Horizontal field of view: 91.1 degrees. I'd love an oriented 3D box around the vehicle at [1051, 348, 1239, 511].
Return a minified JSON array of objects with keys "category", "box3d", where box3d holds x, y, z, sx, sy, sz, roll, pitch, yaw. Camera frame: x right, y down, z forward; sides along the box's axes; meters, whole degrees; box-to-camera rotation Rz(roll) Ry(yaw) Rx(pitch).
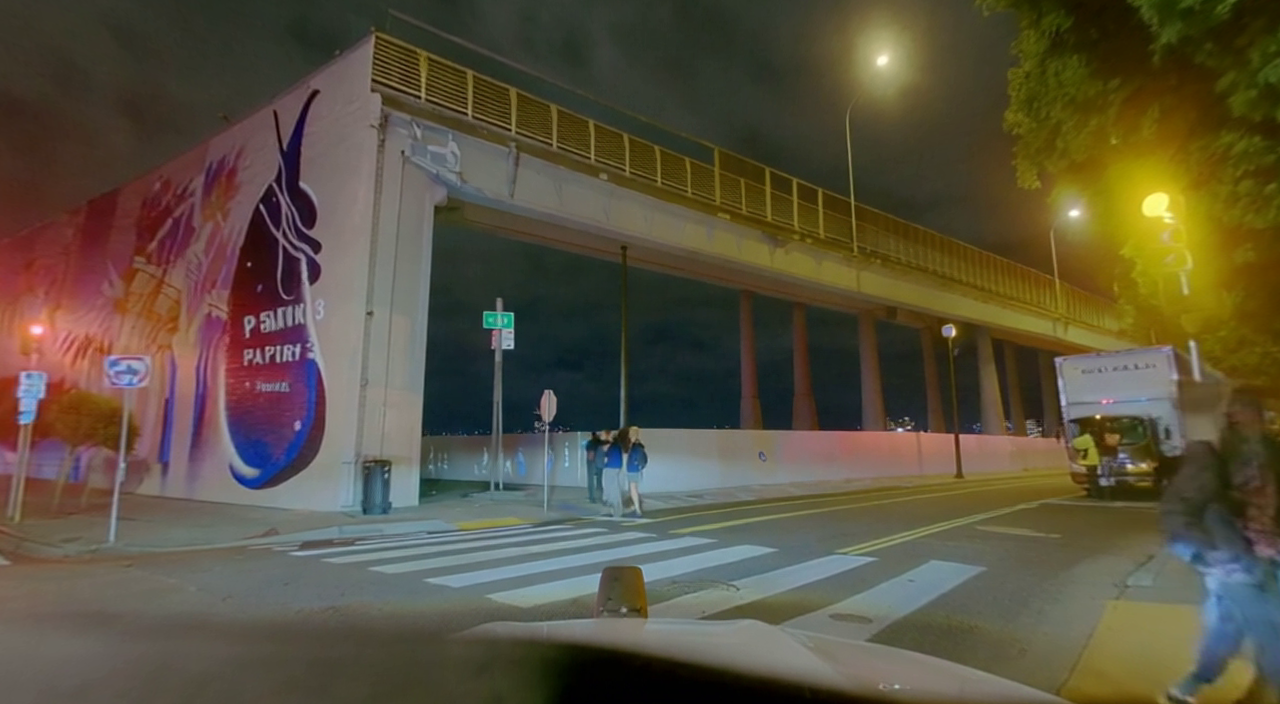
[{"category":"vehicle","box3d":[15.796,2.432,19.279,9.347,3.893,2.849,7,-11,-43]}]
